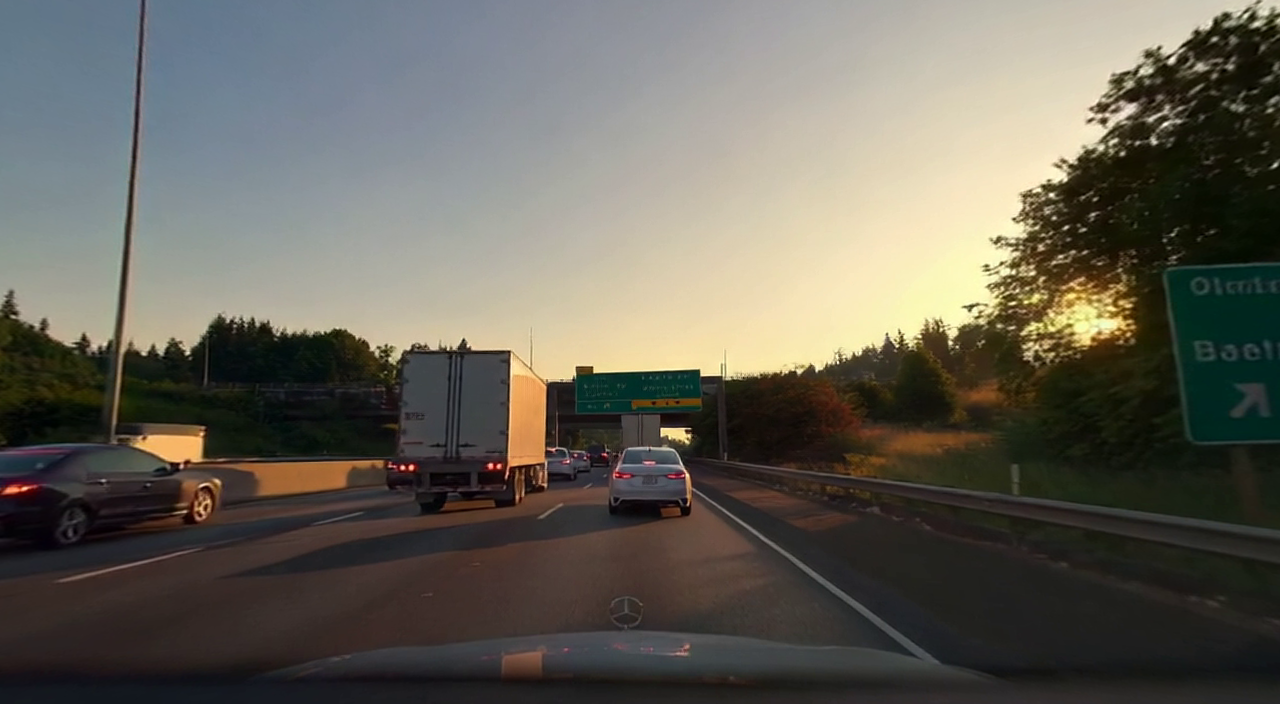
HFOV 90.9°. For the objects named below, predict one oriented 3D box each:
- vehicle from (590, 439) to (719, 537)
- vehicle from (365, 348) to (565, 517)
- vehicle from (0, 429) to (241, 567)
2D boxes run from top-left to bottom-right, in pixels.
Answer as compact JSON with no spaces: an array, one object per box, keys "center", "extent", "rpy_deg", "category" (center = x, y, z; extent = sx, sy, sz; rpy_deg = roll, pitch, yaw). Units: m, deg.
[{"center":[0.220,2.381,11.530],"extent":[1.995,1.495,3.380],"rpy_deg":[0,-9,0],"category":"vehicle"},{"center":[-3.864,2.151,16.257],"extent":[2.832,3.293,7.782],"rpy_deg":[0,-9,1],"category":"vehicle"},{"center":[-7.867,1.877,8.661],"extent":[1.824,1.489,4.422],"rpy_deg":[0,-9,1],"category":"vehicle"}]
